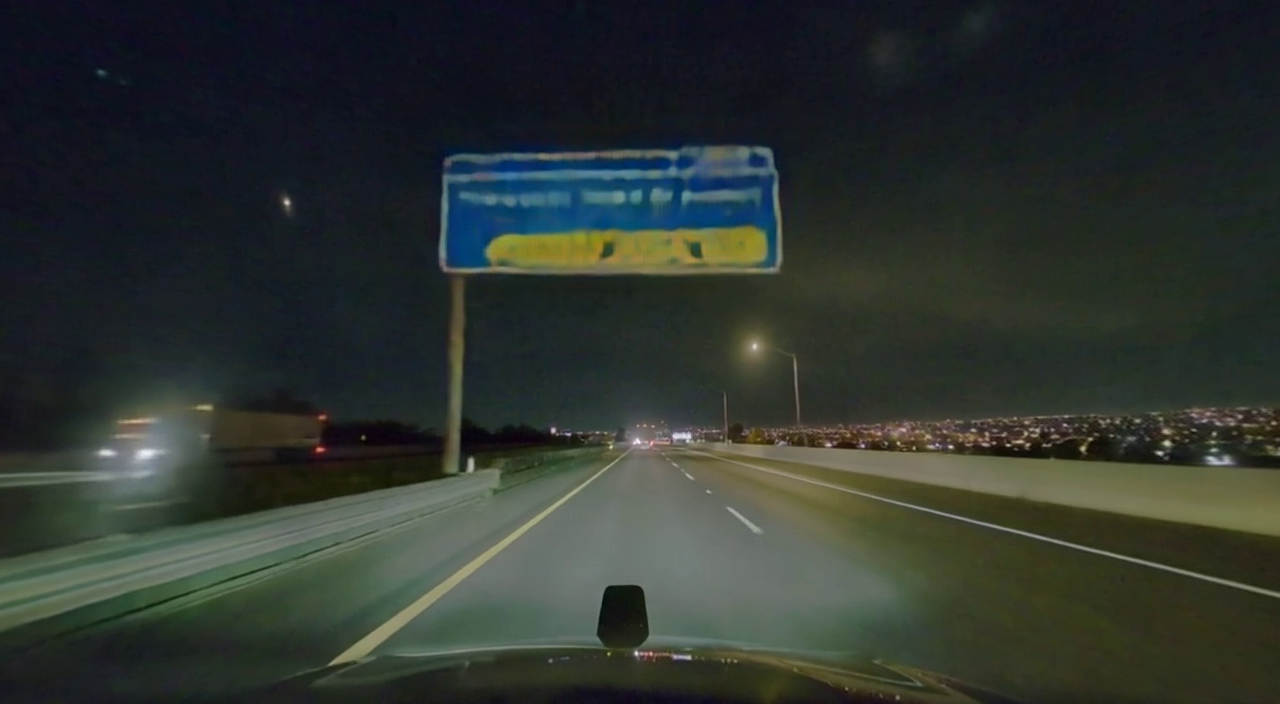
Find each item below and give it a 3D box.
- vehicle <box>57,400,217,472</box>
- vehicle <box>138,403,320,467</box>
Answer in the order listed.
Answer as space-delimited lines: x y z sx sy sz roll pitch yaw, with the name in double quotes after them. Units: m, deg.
-31.535 5.401 40.199 3.254 4.072 8.127 0 -8 1 "vehicle"
-31.288 6.660 49.808 2.899 4.188 16.557 0 -8 2 "vehicle"
